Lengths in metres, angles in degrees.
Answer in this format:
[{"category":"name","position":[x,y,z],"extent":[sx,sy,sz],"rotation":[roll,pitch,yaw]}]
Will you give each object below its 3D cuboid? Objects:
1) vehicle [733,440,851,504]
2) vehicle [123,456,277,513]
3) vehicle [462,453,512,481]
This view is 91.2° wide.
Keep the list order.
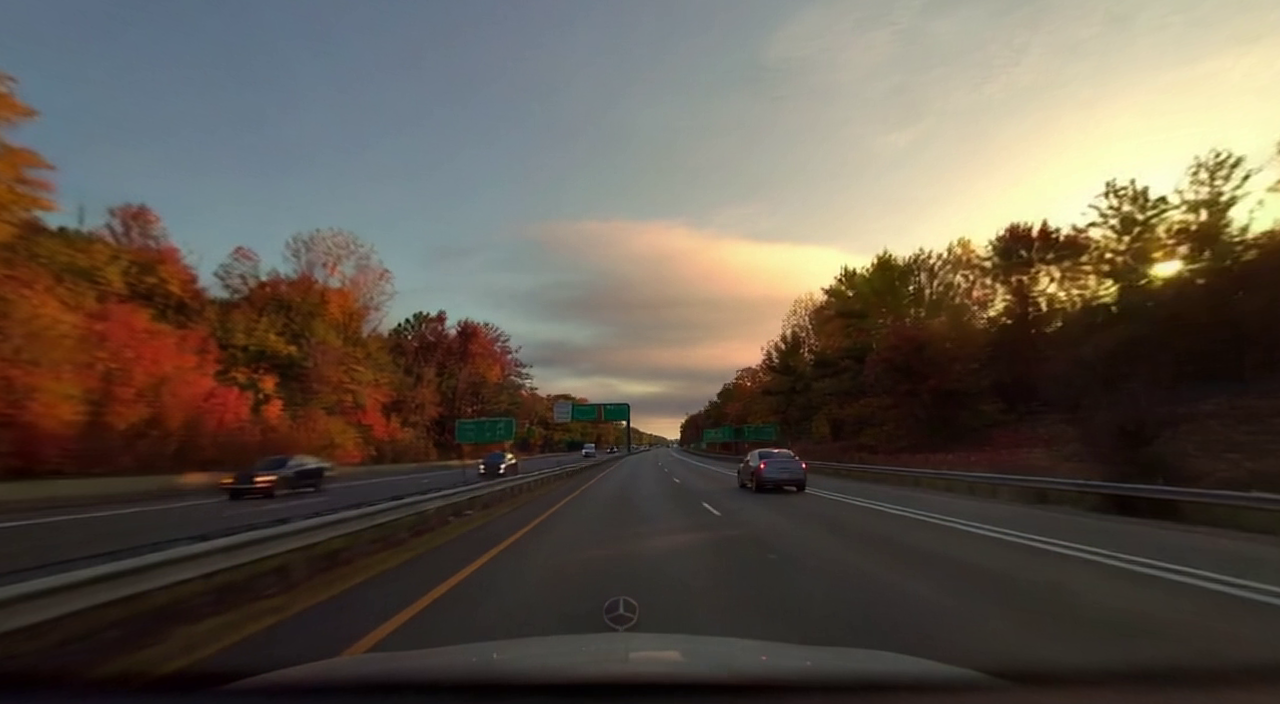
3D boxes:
[{"category":"vehicle","position":[4.059,3.294,17.680],"extent":[2.070,1.546,4.648],"rotation":[0,-9,-1]},{"category":"vehicle","position":[-13.294,3.984,19.283],"extent":[1.850,1.486,3.952],"rotation":[0,-9,0]},{"category":"vehicle","position":[-8.892,6.676,36.670],"extent":[1.882,1.511,3.945],"rotation":[0,-9,0]}]
